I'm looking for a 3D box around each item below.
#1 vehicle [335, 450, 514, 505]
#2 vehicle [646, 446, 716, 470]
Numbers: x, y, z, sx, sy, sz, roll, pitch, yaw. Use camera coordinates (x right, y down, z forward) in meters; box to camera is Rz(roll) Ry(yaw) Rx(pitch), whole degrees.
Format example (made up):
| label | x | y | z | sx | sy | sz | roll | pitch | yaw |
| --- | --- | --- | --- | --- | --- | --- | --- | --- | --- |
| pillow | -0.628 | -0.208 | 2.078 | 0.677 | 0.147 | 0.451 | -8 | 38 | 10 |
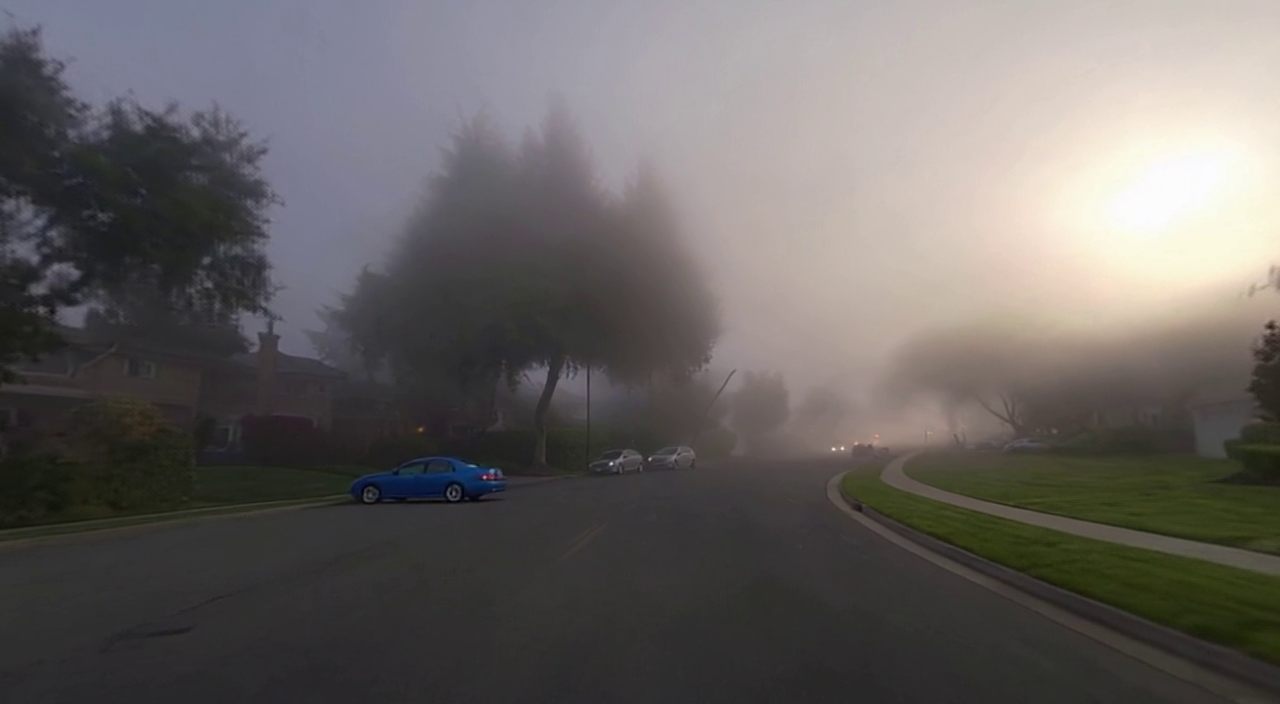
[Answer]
| label | x | y | z | sx | sy | sz | roll | pitch | yaw |
| --- | --- | --- | --- | --- | --- | --- | --- | --- | --- |
| vehicle | -6.319 | 3.691 | 18.798 | 4.653 | 1.480 | 1.871 | -2 | -9 | 9 |
| vehicle | 2.966 | 7.651 | 45.905 | 4.692 | 1.660 | 1.879 | -3 | -9 | 20 |
